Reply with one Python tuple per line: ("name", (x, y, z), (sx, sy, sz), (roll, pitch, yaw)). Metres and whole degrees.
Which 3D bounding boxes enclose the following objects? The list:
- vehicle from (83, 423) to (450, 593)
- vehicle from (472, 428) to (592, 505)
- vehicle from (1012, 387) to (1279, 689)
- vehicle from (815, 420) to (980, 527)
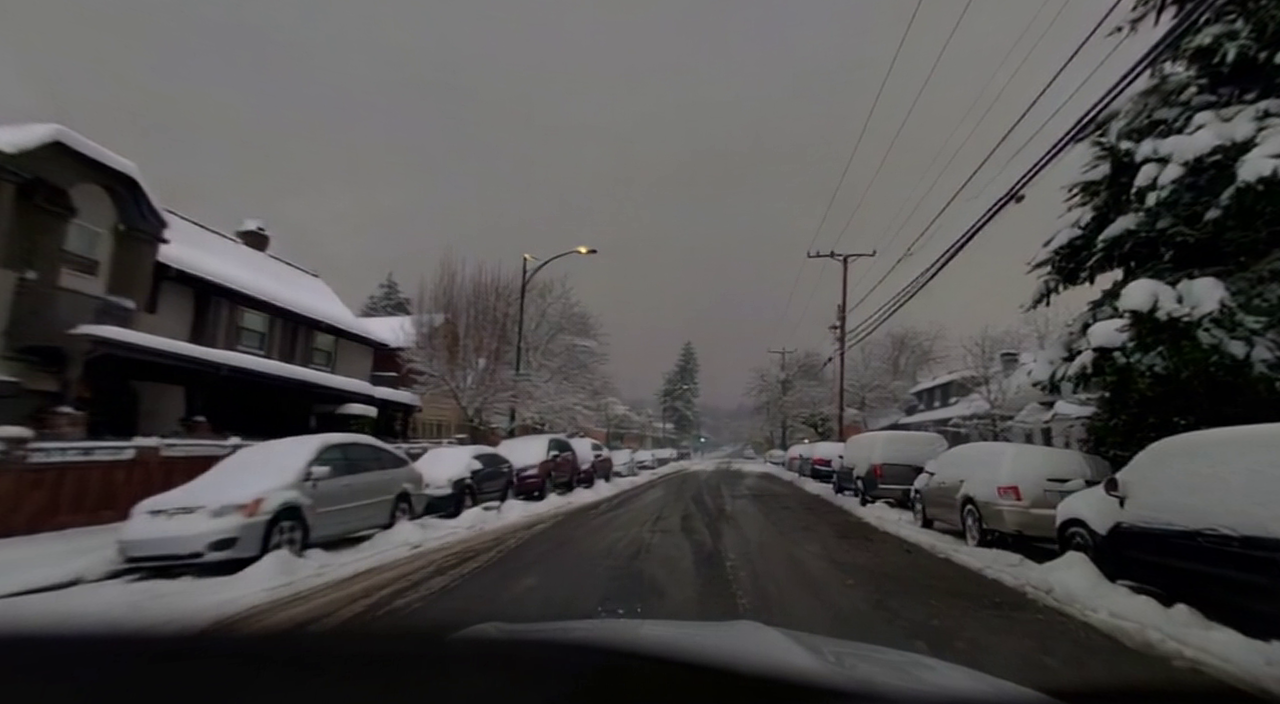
("vehicle", (-4.506, 1.903, 8.694), (1.909, 1.675, 4.442), (-1, -8, 8))
("vehicle", (-2.931, 3.267, 18.473), (2.034, 1.923, 4.713), (-1, -8, 9))
("vehicle", (4.907, 1.302, 4.389), (2.055, 1.763, 5.134), (4, -10, 6))
("vehicle", (5.840, 2.793, 15.243), (2.237, 2.071, 5.332), (-1, -8, 7))
